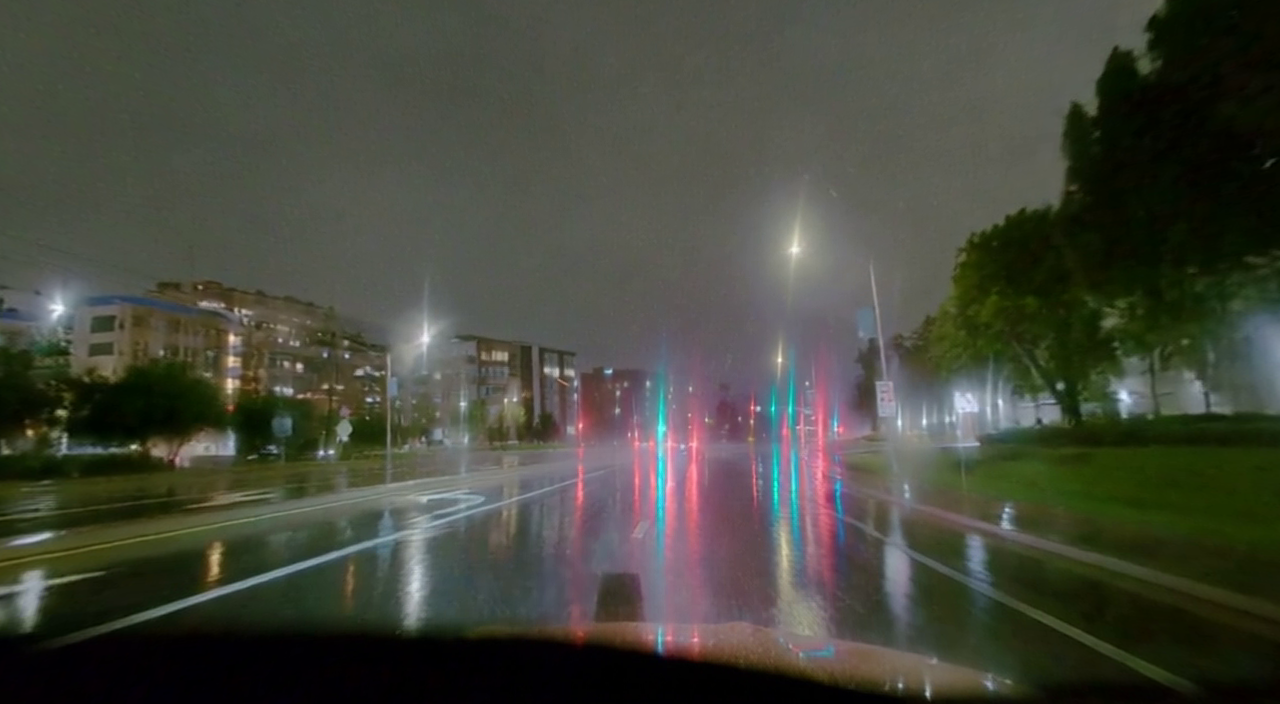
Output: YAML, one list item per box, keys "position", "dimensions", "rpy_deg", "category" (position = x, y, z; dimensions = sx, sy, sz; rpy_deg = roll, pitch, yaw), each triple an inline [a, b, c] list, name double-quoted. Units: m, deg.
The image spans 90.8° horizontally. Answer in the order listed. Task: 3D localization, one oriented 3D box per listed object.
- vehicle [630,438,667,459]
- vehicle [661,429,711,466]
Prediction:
- position: [0.675, 7.108, 46.600]
  dimensions: [1.952, 1.472, 4.312]
  rpy_deg: [-2, -9, 11]
  category: "vehicle"
- position: [2.729, 5.489, 36.395]
  dimensions: [2.356, 1.931, 4.840]
  rpy_deg: [-2, -9, 10]
  category: "vehicle"
